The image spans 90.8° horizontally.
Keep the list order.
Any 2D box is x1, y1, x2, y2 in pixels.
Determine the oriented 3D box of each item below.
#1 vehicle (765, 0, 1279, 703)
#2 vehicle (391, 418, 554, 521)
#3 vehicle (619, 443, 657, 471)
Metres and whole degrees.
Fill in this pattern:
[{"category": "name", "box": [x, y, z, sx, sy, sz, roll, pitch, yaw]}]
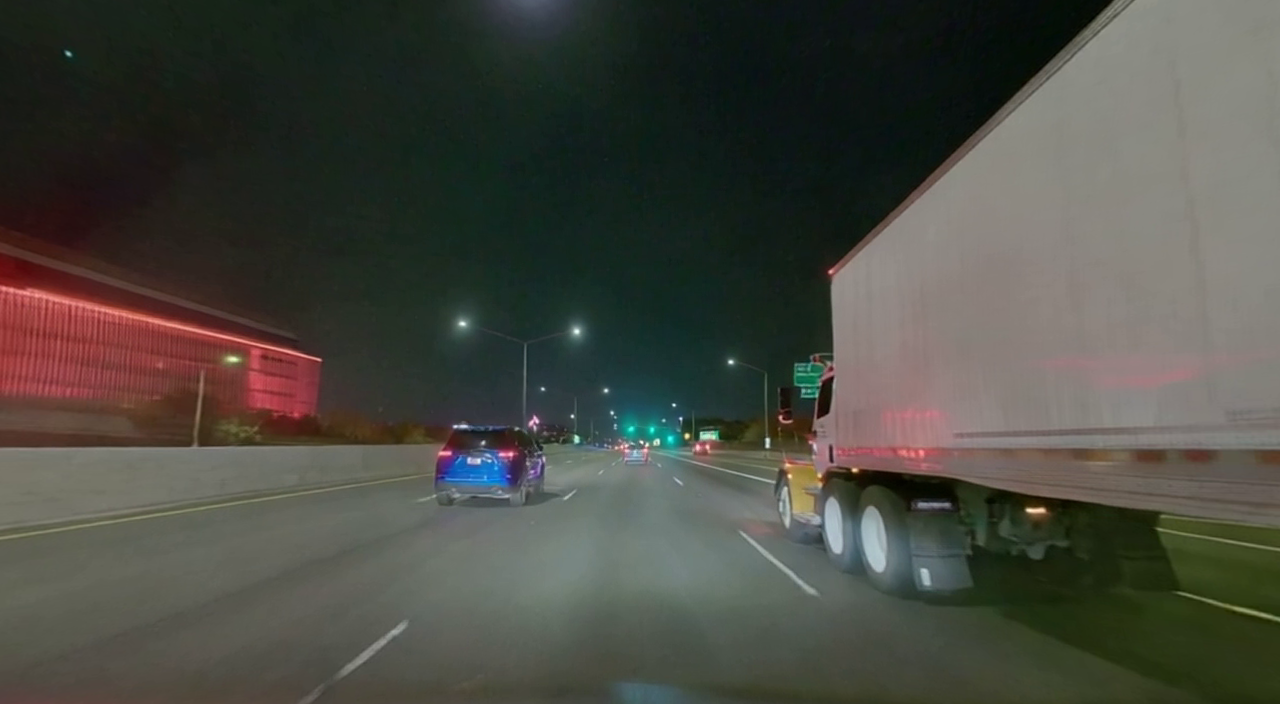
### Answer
[{"category": "vehicle", "box": [3.365, 0.215, 3.626, 2.934, 3.325, 10.986, 0, -8, -1]}, {"category": "vehicle", "box": [-3.312, 2.436, 13.654, 2.229, 1.806, 4.698, 0, -8, 0]}, {"category": "vehicle", "box": [-0.122, 5.694, 34.495, 1.929, 1.395, 3.999, 0, -8, -1]}]
